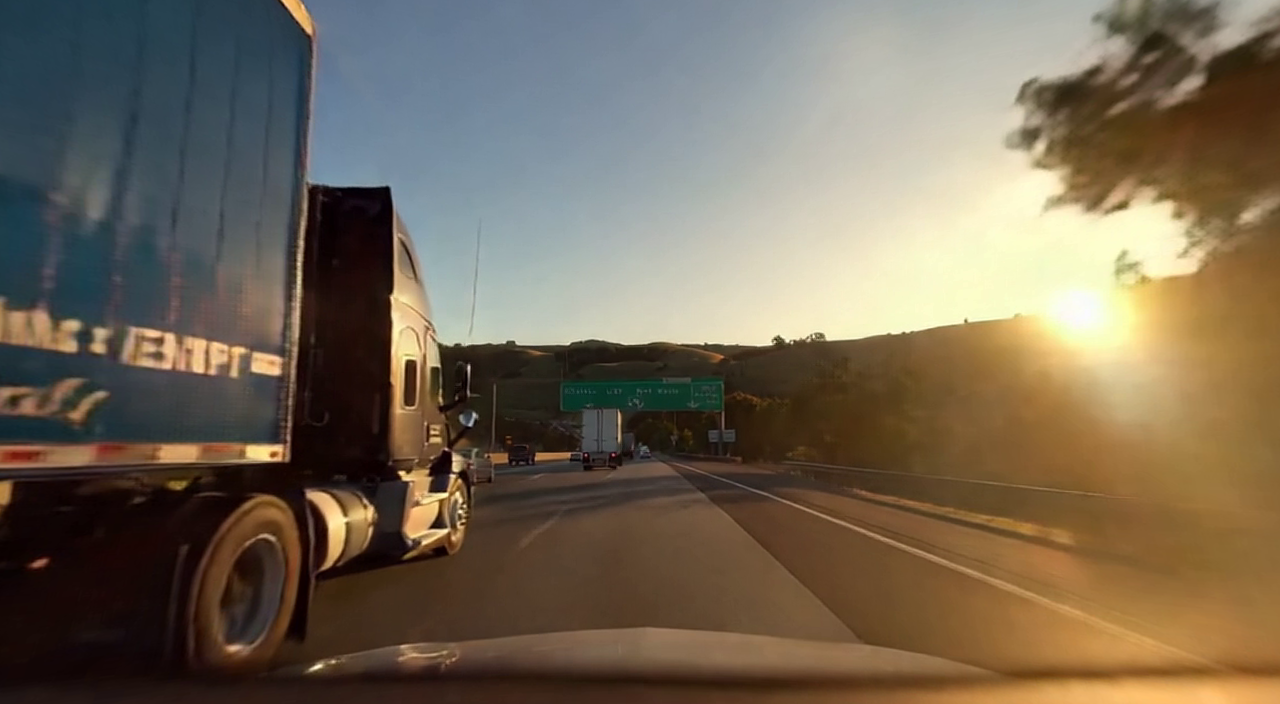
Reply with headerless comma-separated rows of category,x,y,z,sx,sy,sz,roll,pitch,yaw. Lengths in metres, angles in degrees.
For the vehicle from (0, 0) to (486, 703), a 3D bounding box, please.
vehicle,-3.247,0.010,3.305,2.958,4.002,7.575,0,-8,0
